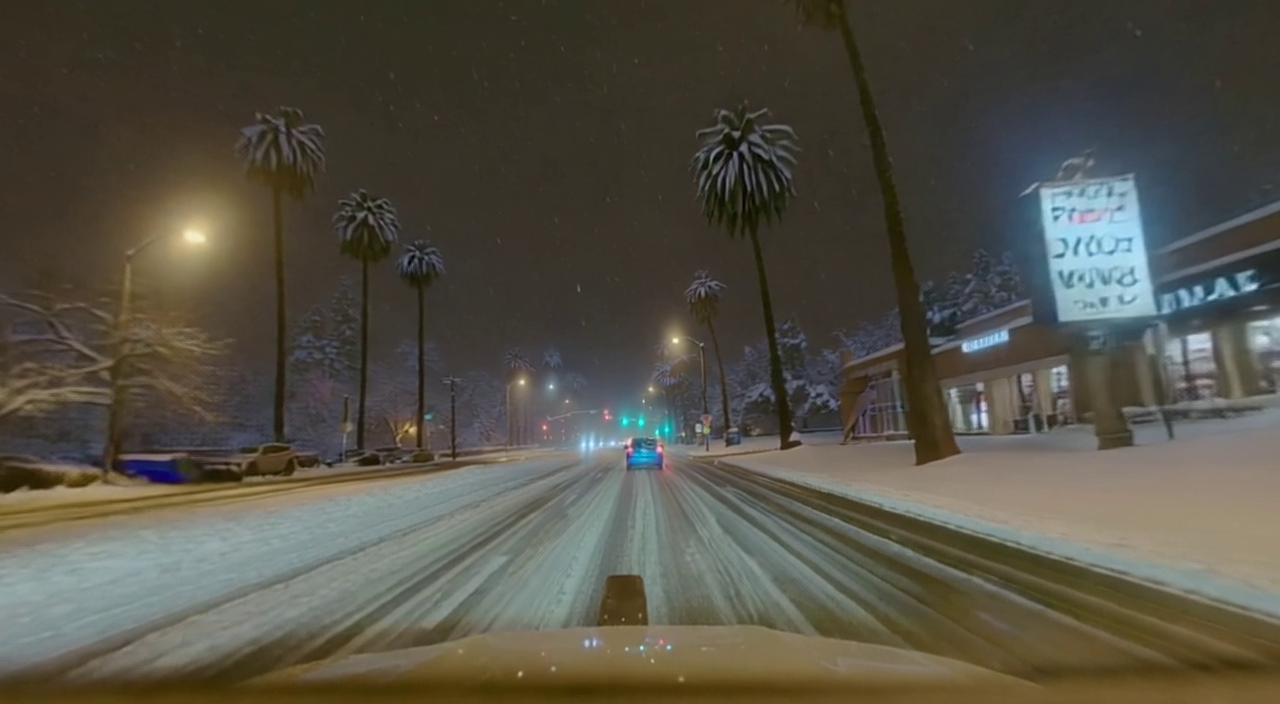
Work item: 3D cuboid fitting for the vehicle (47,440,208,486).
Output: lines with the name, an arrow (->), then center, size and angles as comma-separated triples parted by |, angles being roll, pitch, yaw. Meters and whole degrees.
vehicle -> -22.078, 4.763, 27.226 | 4.961, 1.894, 2.256 | 0, -8, 0

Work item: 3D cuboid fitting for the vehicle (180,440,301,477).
vehicle -> -21.323, 5.675, 33.676 | 4.979, 1.893, 2.084 | 0, -8, -2

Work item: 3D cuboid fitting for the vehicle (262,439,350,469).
vehicle -> -21.845, 6.666, 41.168 | 4.536, 1.838, 2.042 | 0, -8, 2

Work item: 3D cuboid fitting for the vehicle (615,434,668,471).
vehicle -> 0.062, 4.380, 27.539 | 2.144, 1.514, 4.063 | 0, -8, 0
